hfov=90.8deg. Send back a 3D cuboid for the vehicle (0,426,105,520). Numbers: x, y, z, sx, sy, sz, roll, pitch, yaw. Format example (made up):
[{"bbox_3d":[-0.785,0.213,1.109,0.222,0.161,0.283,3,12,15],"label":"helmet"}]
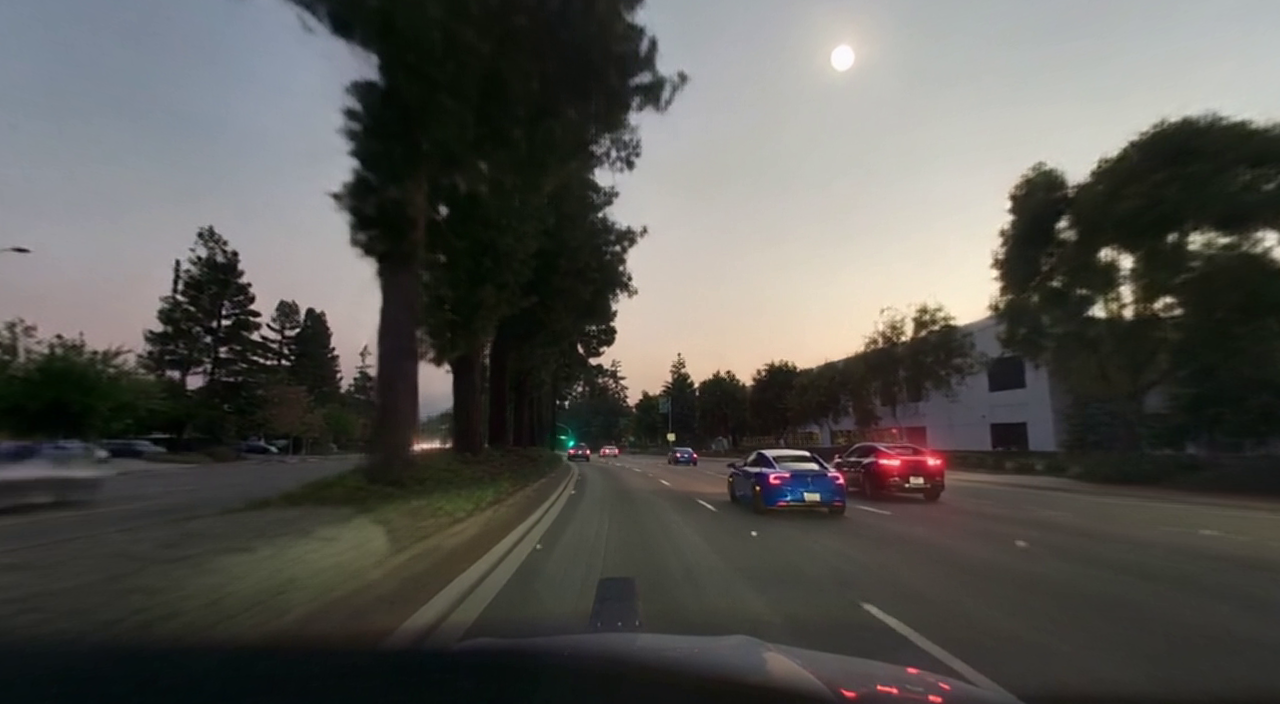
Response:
[{"bbox_3d":[-11.085,1.866,9.663,1.921,1.472,4.550,0,-9,-2],"label":"vehicle"}]

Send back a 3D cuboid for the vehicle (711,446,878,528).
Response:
[{"bbox_3d":[2.861,2.598,12.854,1.990,1.347,4.388,1,-9,-4],"label":"vehicle"}]

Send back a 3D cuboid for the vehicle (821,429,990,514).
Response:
[{"bbox_3d":[6.120,2.795,15.276,1.987,1.730,4.373,0,-9,-3],"label":"vehicle"}]

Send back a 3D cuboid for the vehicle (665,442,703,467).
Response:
[{"bbox_3d":[3.077,7.285,45.060,1.931,1.685,4.054,1,-9,-8],"label":"vehicle"}]
